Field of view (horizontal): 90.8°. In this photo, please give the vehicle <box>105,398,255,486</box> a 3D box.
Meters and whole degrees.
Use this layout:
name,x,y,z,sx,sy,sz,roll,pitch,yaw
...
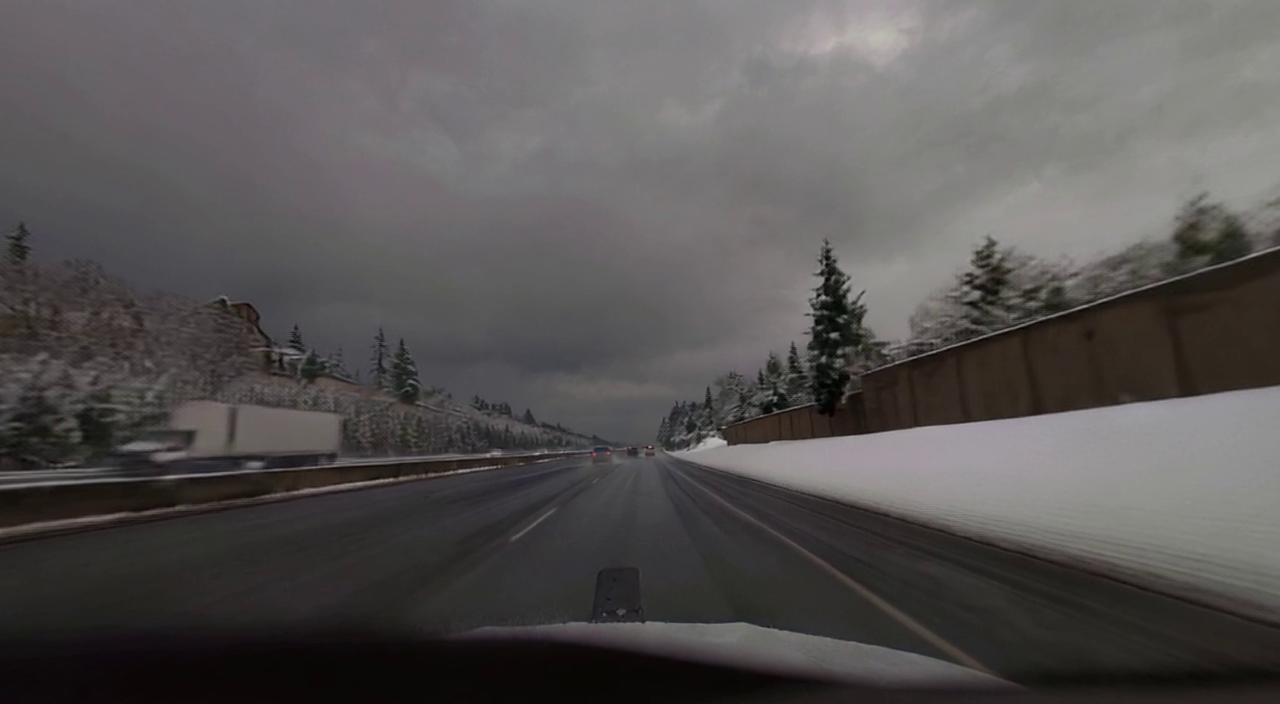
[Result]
name,x,y,z,sx,sy,sz,roll,pitch,yaw
vehicle,-23.069,4.624,32.179,2.967,4.002,5.886,0,-9,0
